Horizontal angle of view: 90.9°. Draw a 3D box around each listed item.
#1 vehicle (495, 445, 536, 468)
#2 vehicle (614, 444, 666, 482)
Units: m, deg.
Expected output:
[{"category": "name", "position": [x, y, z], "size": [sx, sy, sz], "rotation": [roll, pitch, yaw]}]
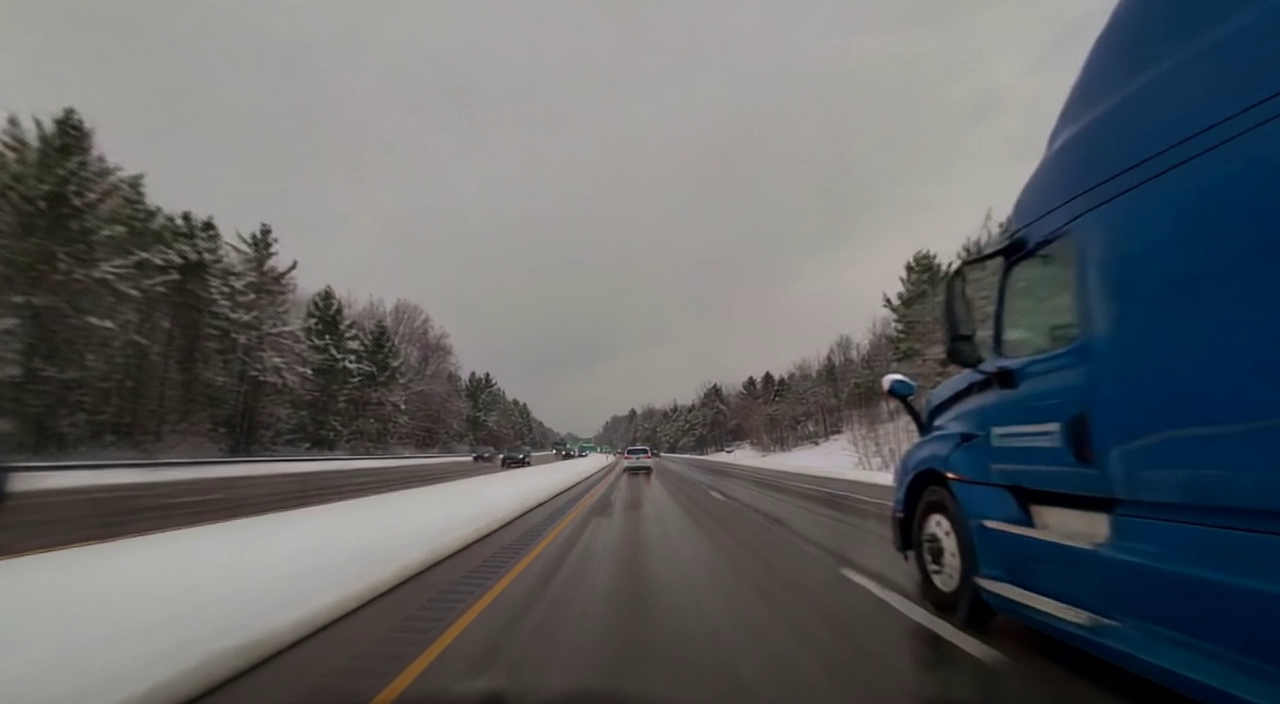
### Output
[{"category": "vehicle", "position": [-8.526, 7.202, 43.553], "size": [1.858, 1.456, 4.591], "rotation": [0, -9, 0]}, {"category": "vehicle", "position": [-0.017, 4.856, 27.827], "size": [2.114, 1.523, 4.012], "rotation": [0, -9, 0]}]
